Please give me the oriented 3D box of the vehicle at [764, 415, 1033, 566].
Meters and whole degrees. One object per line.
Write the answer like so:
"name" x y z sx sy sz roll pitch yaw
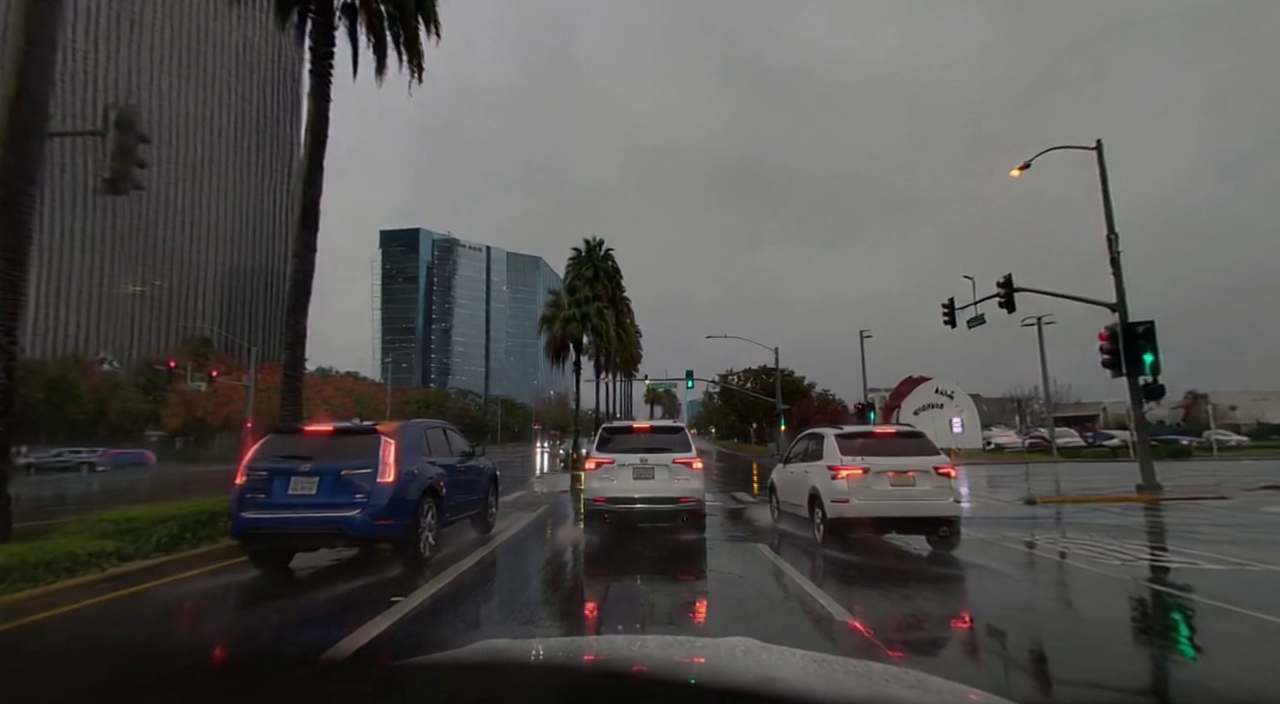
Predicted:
"vehicle" 3.107 1.745 8.643 1.936 1.567 3.896 0 -9 -1

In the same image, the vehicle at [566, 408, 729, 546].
"vehicle" 0.096 1.907 10.227 2.060 1.730 4.257 0 -9 0

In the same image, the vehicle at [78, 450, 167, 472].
"vehicle" -37.137 7.794 45.369 4.787 1.484 1.816 0 -9 1

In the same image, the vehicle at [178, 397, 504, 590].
"vehicle" -3.133 1.573 7.761 1.938 1.713 4.048 0 -9 1
